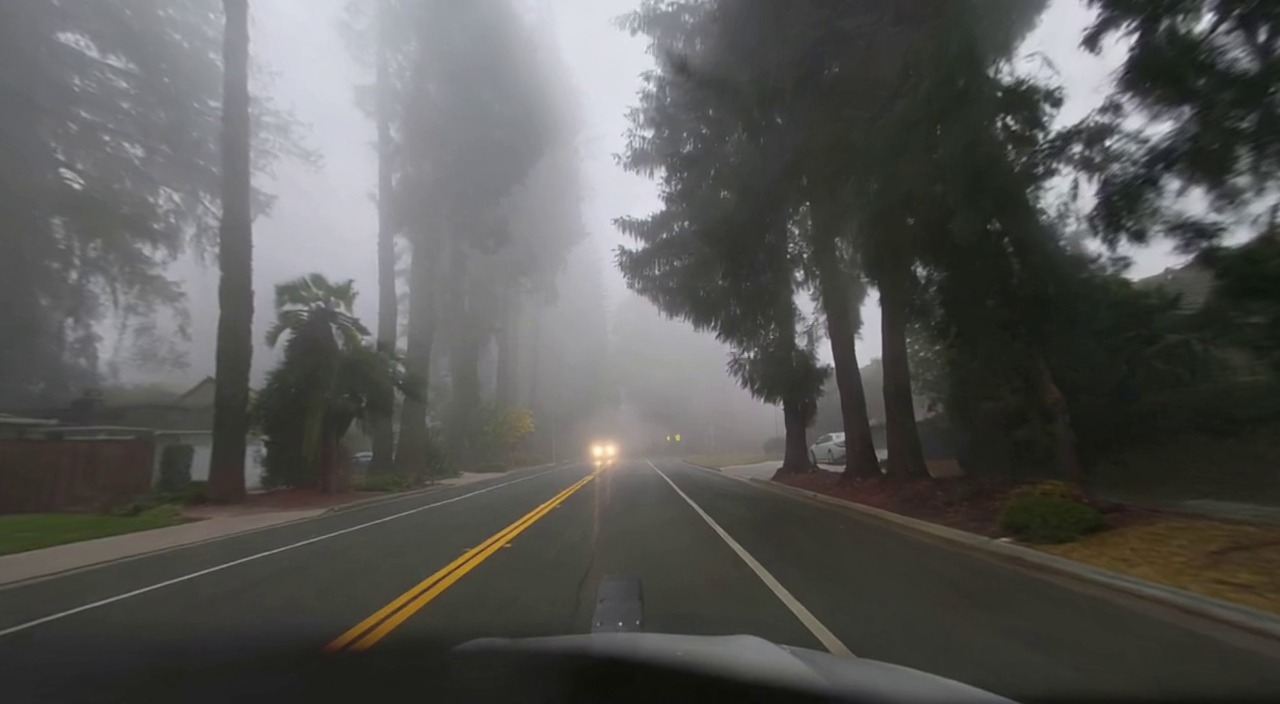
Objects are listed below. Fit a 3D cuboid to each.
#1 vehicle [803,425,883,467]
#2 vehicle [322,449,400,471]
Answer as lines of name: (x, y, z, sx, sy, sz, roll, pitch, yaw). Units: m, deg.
vehicle: (10.676, 5.024, 33.754, 2.305, 2.042, 5.711, 0, -8, 0)
vehicle: (-19.474, 7.552, 44.218, 4.459, 1.432, 1.979, 0, -9, -1)
